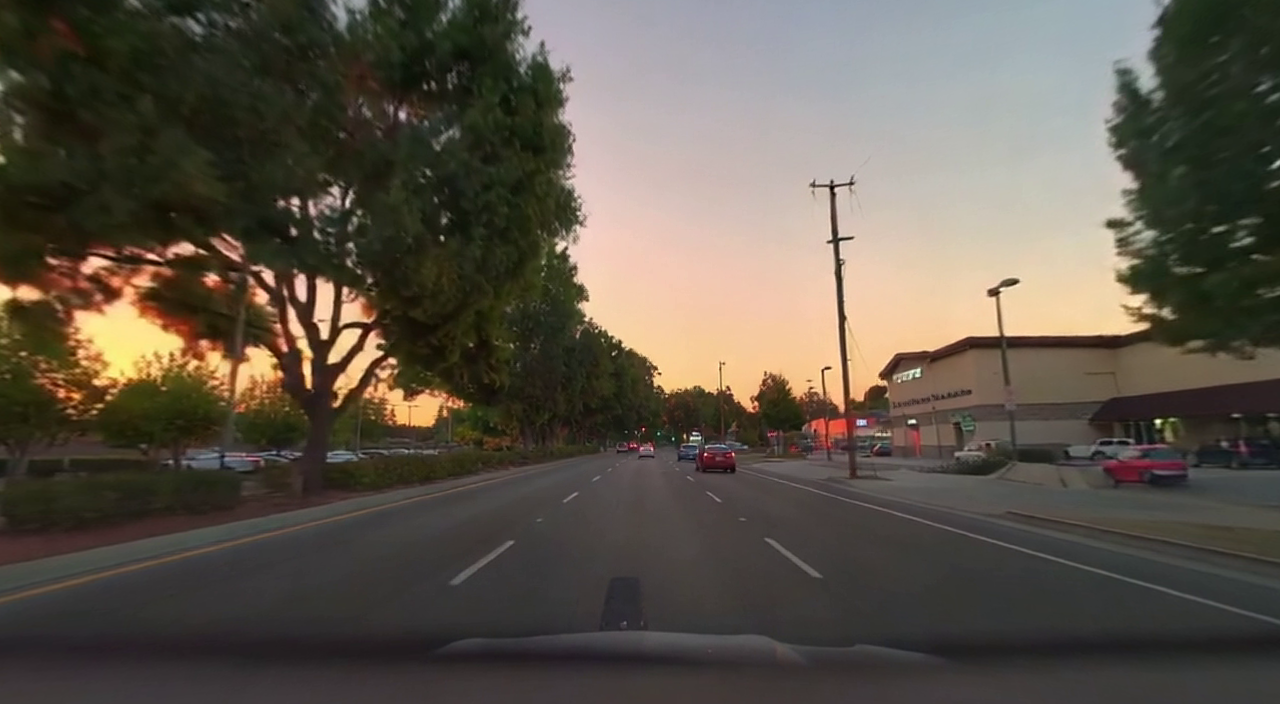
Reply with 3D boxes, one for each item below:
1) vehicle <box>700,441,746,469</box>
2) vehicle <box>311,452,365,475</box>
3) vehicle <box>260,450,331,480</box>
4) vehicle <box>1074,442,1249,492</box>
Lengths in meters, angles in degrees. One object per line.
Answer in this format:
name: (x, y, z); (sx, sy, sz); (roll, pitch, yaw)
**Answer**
vehicle: (4.521, 5.693, 35.002); (1.916, 1.459, 4.335); (0, -8, -1)
vehicle: (-22.470, 8.288, 47.096); (1.674, 1.483, 4.741); (-3, -8, 1)
vehicle: (-22.276, 7.287, 41.011); (1.939, 1.780, 5.057); (0, -8, -2)
vehicle: (17.005, 3.752, 20.741); (3.907, 1.540, 2.017); (0, -8, 2)
